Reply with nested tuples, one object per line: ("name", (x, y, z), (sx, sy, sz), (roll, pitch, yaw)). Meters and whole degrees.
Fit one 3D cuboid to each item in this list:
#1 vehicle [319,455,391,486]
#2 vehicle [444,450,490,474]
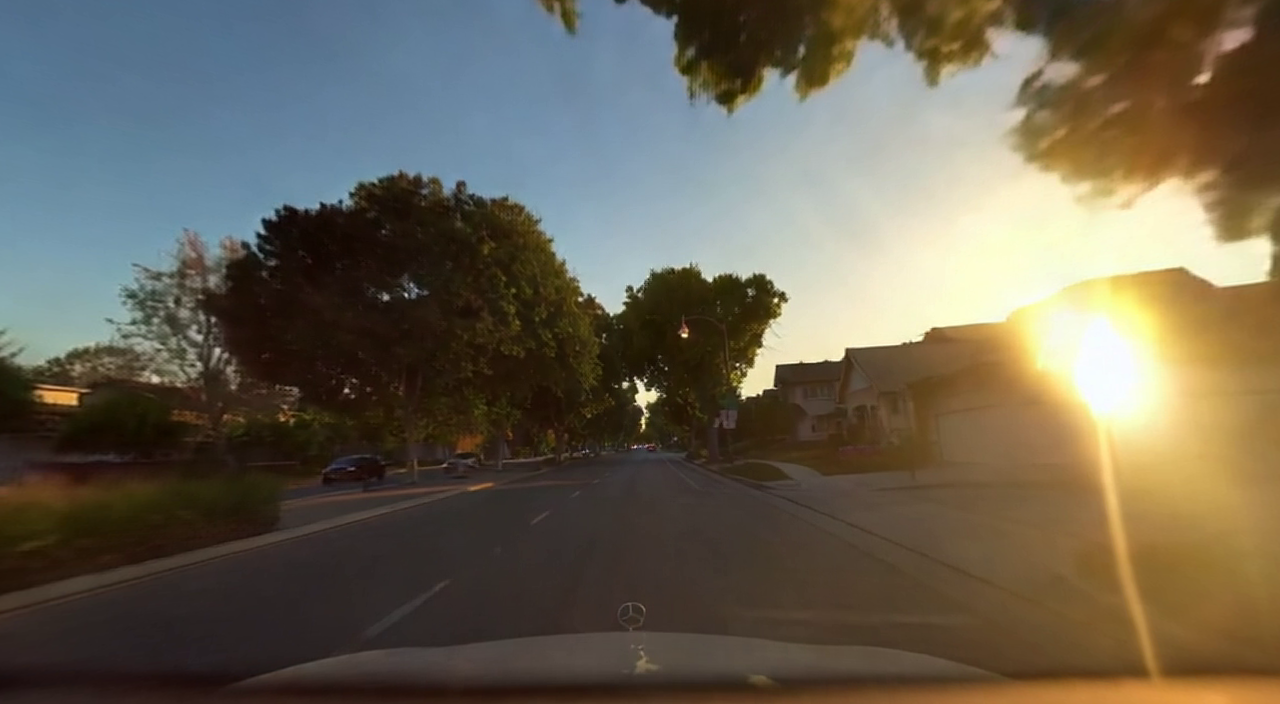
("vehicle", (-15.480, 6.445, 34.528), (1.942, 1.481, 4.412), (0, -9, -1))
("vehicle", (-12.641, 8.084, 46.386), (2.193, 1.628, 4.560), (0, -9, -1))
